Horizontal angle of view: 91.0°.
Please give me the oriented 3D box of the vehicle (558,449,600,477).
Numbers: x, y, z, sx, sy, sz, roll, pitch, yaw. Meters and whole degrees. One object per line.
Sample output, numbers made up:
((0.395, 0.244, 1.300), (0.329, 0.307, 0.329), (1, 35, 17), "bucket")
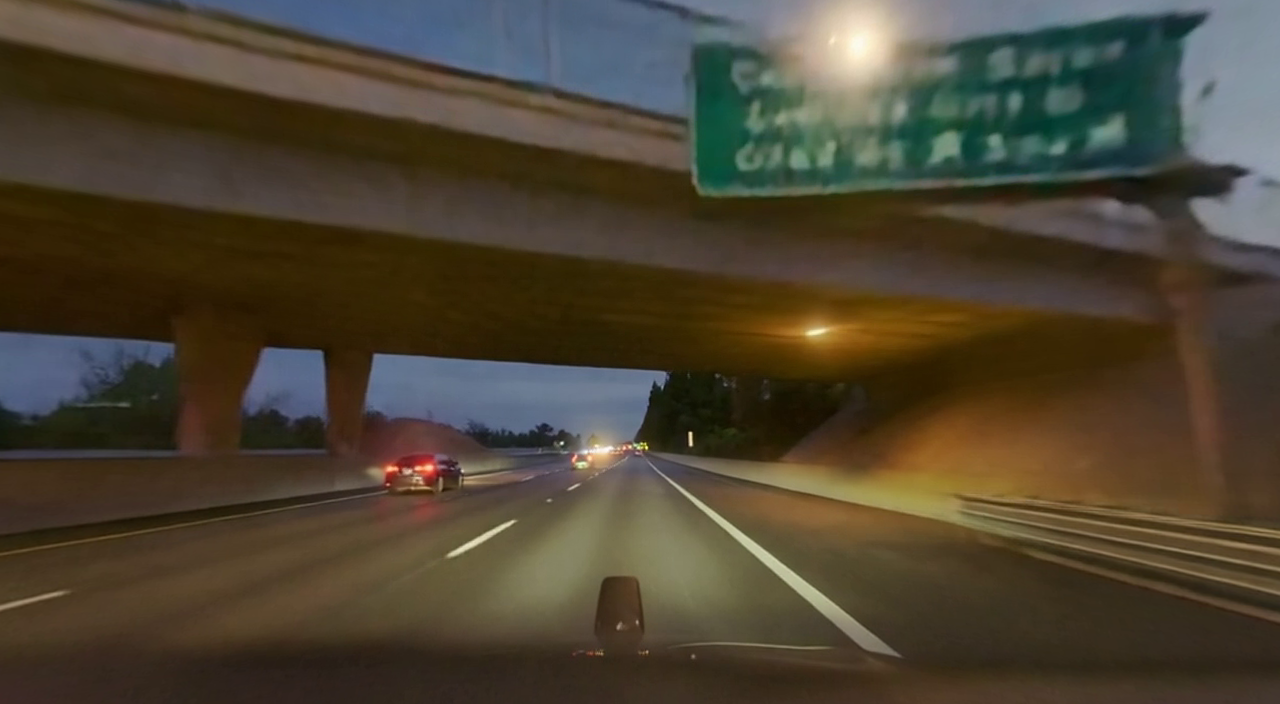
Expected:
((-3.714, 6.889, 39.333), (2.102, 1.571, 4.666), (0, -9, 1), "vehicle")

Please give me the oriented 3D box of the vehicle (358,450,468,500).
((-7.644, 4.150, 21.780), (2.002, 1.507, 4.631), (0, -9, 1), "vehicle")
